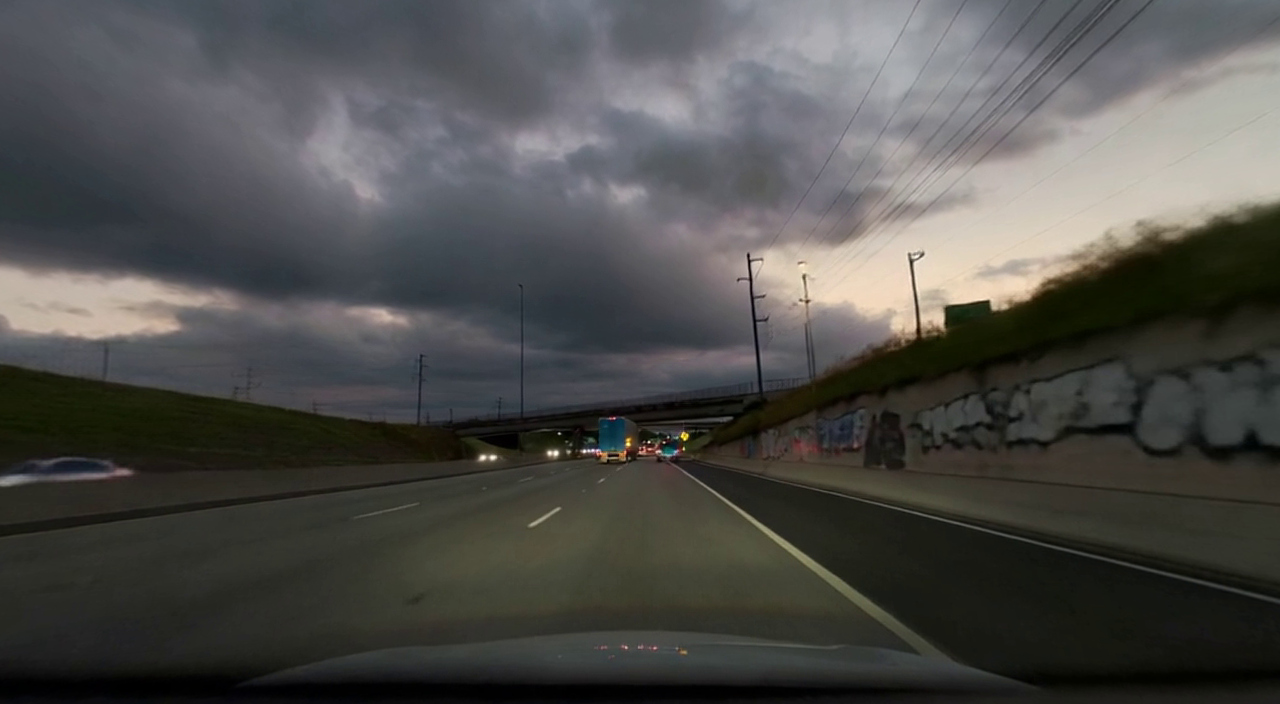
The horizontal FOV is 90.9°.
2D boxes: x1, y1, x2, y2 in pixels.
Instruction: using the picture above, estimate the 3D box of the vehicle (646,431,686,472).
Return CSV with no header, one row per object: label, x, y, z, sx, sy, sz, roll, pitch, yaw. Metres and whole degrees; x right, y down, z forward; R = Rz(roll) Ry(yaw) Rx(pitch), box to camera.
vehicle,1.731,6.907,43.950,2.462,2.627,5.799,0,-9,-1
